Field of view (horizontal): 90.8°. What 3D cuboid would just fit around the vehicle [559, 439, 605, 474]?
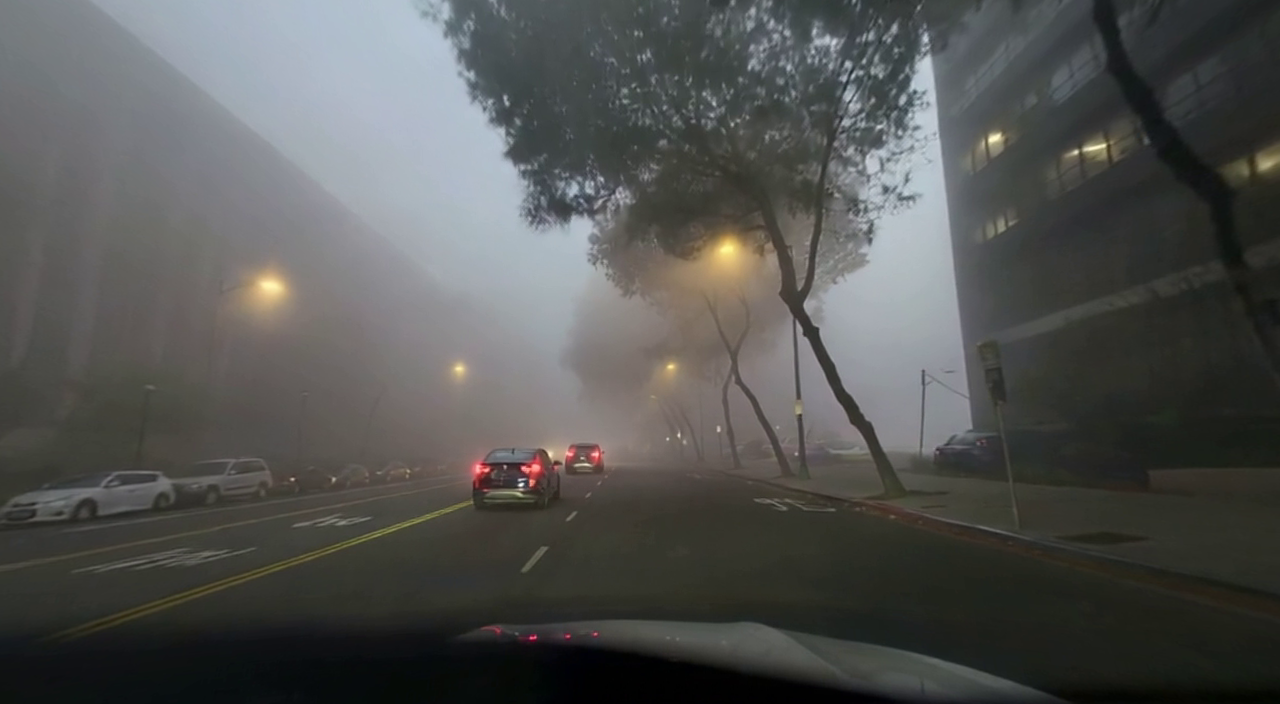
[{"bbox_3d":[-3.254,5.954,36.307,2.190,1.840,4.720,0,-8,0],"label":"vehicle"}]

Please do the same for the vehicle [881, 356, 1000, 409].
[{"bbox_3d":[12.514,1.319,26.508,3.932,1.743,1.695,-5,-8,3],"label":"vehicle"}]

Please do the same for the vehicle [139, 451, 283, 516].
[{"bbox_3d":[-15.601,4.747,23.399,2.129,1.967,4.907,-4,-9,-3],"label":"vehicle"}]

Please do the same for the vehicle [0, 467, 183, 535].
[{"bbox_3d":[-15.687,4.171,18.121,1.775,1.461,4.433,-3,-9,2],"label":"vehicle"}]

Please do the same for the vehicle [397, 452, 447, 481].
[{"bbox_3d":[-16.171,8.465,47.037,2.079,1.847,4.592,-5,-9,-1],"label":"vehicle"}]

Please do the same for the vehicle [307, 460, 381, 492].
[{"bbox_3d":[-15.848,6.619,34.119,1.871,1.485,4.573,0,-8,-1],"label":"vehicle"}]

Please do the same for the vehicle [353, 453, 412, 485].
[{"bbox_3d":[-16.108,7.328,39.787,1.897,1.805,4.538,0,-8,-2],"label":"vehicle"}]

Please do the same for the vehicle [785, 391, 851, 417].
[{"bbox_3d":[11.821,3.503,42.075,3.827,1.556,1.730,-1,-9,0],"label":"vehicle"}]

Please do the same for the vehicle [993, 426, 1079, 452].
[{"bbox_3d":[25.521,5.624,40.780,4.215,1.545,1.897,0,-8,0],"label":"vehicle"}]

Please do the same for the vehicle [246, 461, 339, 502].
[{"bbox_3d":[-15.672,5.831,28.787,1.942,1.431,4.553,-5,-9,-3],"label":"vehicle"}]

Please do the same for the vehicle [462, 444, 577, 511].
[{"bbox_3d":[-2.866,3.074,16.032,2.051,1.454,4.132,0,-8,1],"label":"vehicle"}]
